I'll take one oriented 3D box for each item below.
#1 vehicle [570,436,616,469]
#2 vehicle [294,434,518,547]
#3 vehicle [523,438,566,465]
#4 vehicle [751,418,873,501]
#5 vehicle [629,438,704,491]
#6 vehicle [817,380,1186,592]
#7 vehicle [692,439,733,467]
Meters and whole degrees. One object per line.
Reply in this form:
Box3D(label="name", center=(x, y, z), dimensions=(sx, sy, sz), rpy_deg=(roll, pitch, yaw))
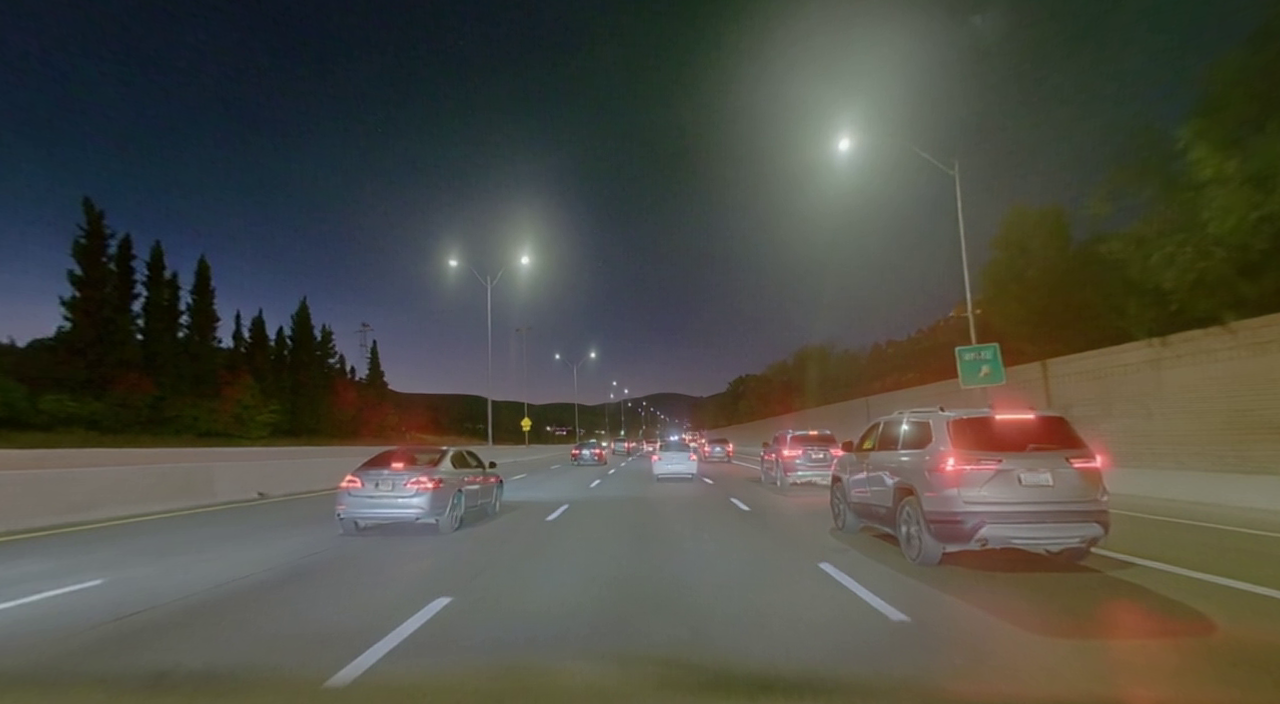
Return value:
Box3D(label="vehicle", center=(-2.690, 5.930, 37.518), dimensions=(2.154, 1.793, 4.736), rpy_deg=(0, -8, 3))
Box3D(label="vehicle", center=(-3.479, 2.121, 10.437), dimensions=(1.961, 1.456, 4.362), rpy_deg=(0, -8, 1))
Box3D(label="vehicle", center=(-6.594, 6.947, 44.072), dimensions=(2.055, 1.751, 4.825), rpy_deg=(0, -8, 3))
Box3D(label="vehicle", center=(4.323, 2.771, 16.699), dimensions=(1.970, 1.872, 4.575), rpy_deg=(0, -8, 0))
Box3D(label="vehicle", center=(0.741, 3.437, 19.616), dimensions=(2.105, 1.471, 3.978), rpy_deg=(0, -8, 0))
Box3D(label="vehicle", center=(3.748, 1.473, 7.707), dimensions=(1.930, 1.831, 4.344), rpy_deg=(0, -8, 1))
Box3D(label="vehicle", center=(4.097, 5.732, 36.035), dimensions=(1.855, 1.513, 3.915), rpy_deg=(0, -8, 0))
